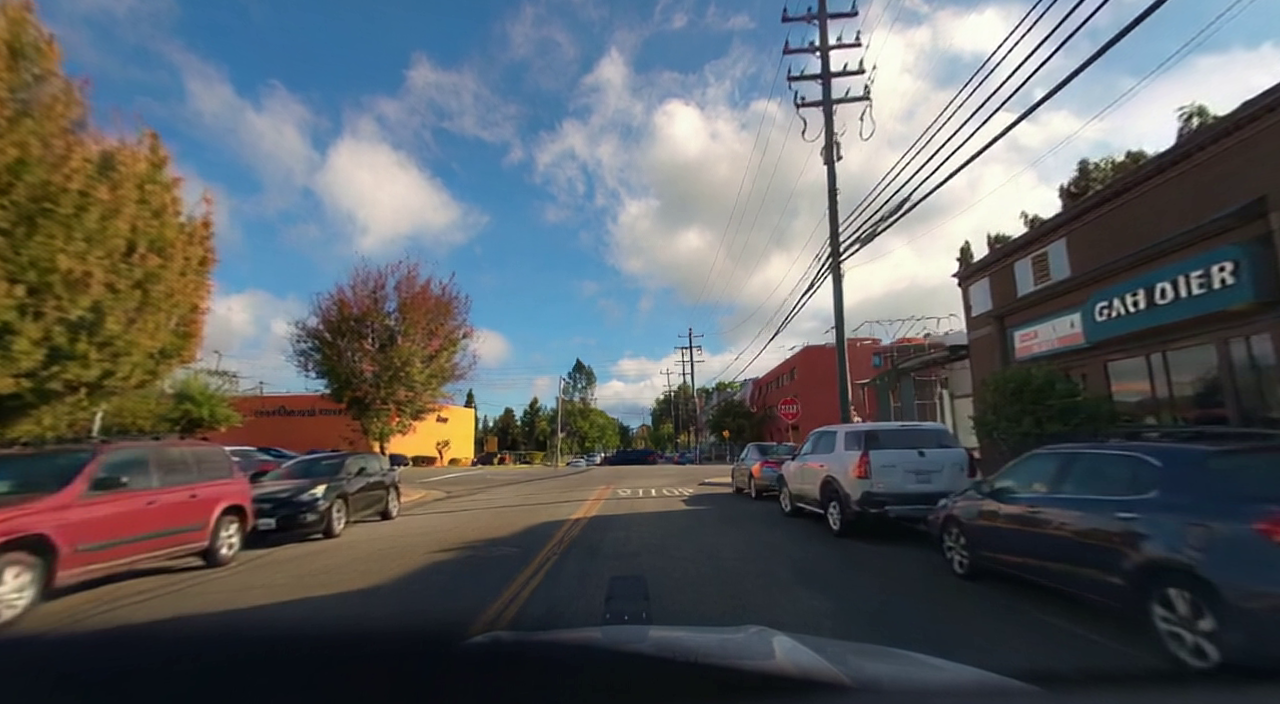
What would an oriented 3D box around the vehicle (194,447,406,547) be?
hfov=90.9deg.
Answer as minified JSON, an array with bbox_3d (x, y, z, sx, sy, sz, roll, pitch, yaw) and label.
[{"bbox_3d":[-5.890,2.505,11.532,1.820,1.482,3.737,0,-8,-1],"label":"vehicle"}]

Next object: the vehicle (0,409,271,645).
[{"bbox_3d":[-5.984,1.494,5.881,2.146,1.775,5.117,0,-8,-2],"label":"vehicle"}]

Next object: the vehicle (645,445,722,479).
[{"bbox_3d":[2.207,5.294,30.688,2.033,1.464,4.645,-4,-9,27],"label":"vehicle"}]

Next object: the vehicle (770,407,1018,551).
[{"bbox_3d":[3.894,2.002,10.855,2.178,1.856,4.756,2,-7,-2],"label":"vehicle"}]

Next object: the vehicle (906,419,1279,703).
[{"bbox_3d":[4.020,1.360,5.099,1.840,1.452,4.517,0,-8,1],"label":"vehicle"}]
